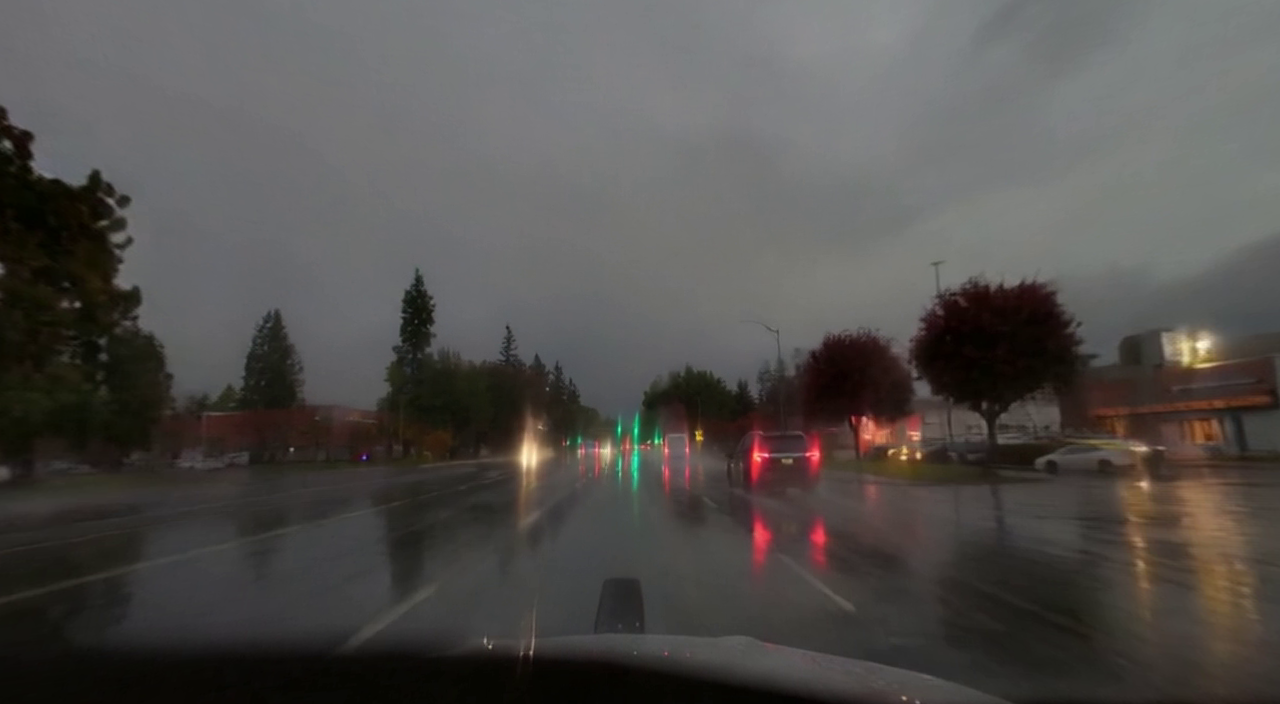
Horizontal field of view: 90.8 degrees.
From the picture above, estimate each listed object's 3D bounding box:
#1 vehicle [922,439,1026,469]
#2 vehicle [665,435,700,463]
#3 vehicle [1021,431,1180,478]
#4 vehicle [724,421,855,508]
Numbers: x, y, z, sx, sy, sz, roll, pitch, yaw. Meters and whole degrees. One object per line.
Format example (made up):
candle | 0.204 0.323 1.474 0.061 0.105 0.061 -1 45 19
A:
vehicle | 16.773 5.129 31.817 4.203 1.424 2.077 2 -9 -11
vehicle | 3.267 7.613 49.651 2.197 2.034 4.667 0 -8 -2
vehicle | 18.031 4.018 24.853 4.970 1.700 2.108 2 -9 -11
vehicle | 3.446 2.701 15.545 2.060 1.816 4.343 0 -8 -1
